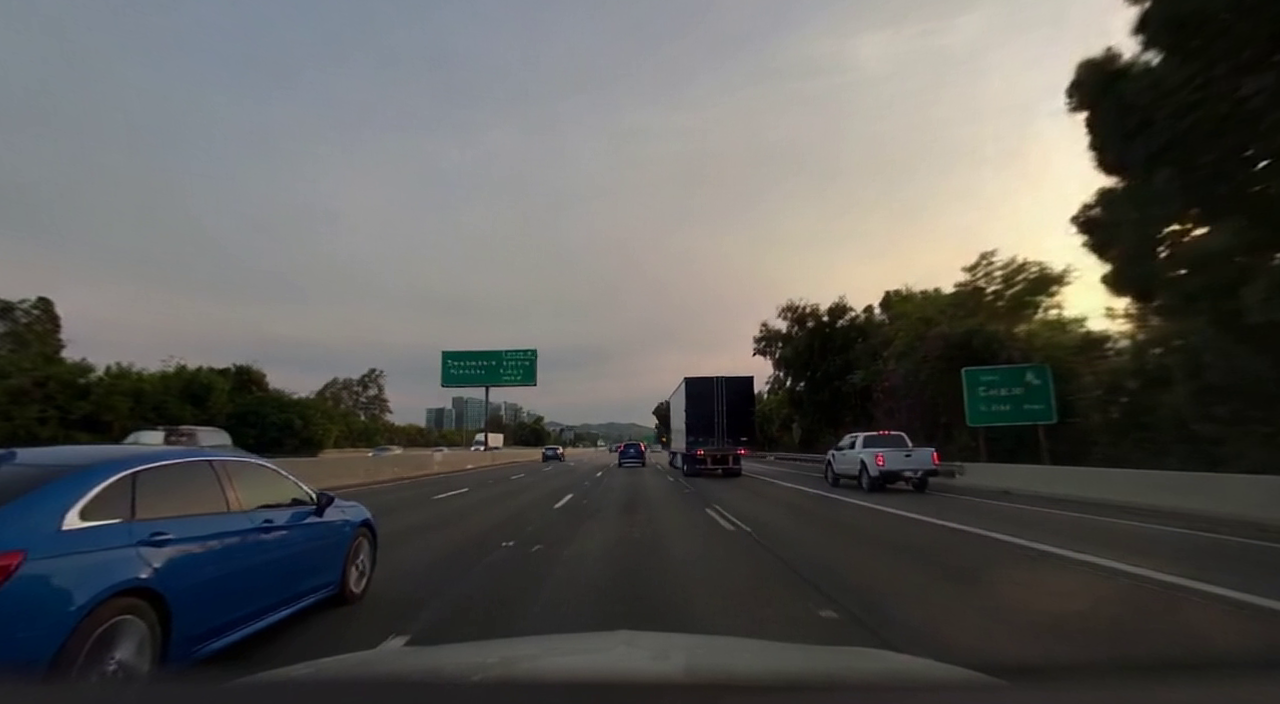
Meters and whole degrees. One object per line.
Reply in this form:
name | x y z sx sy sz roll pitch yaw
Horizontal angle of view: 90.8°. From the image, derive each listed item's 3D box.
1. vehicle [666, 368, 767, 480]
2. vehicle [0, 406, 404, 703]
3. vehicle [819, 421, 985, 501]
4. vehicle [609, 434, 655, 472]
vehicle | 3.120 3.772 30.771 2.876 4.086 15.117 0 -9 0
vehicle | -3.090 1.098 3.435 1.864 1.406 4.544 0 -9 0
vehicle | 6.762 2.917 17.208 2.106 1.795 5.489 0 -9 -1
vehicle | -0.421 5.213 32.694 2.203 1.805 4.358 0 -9 -1
